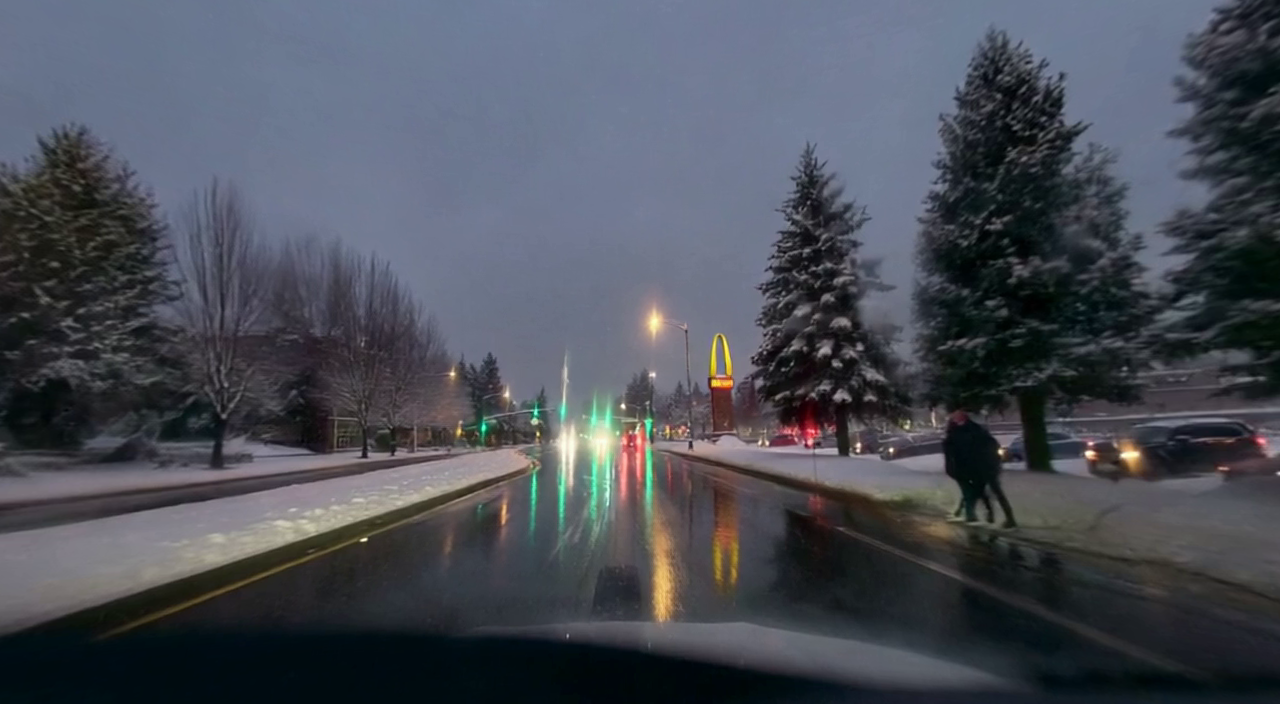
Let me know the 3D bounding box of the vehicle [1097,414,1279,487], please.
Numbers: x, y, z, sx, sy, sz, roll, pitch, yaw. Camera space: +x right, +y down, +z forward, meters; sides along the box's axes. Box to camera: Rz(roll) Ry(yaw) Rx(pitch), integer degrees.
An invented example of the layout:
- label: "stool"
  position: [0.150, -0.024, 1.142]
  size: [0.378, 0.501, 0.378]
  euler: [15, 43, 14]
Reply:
- label: "vehicle"
  position: [14.418, 2.411, 15.634]
  size: [4.644, 1.657, 2.072]
  euler: [0, -8, -3]

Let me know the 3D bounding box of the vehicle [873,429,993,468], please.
- label: "vehicle"
  position: [13.604, 4.488, 29.513]
  size: [4.538, 1.433, 2.023]
  euler: [-3, -7, -4]

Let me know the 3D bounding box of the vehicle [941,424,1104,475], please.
- label: "vehicle"
  position: [14.354, 3.669, 23.909]
  size: [4.722, 1.483, 2.119]
  euler: [-4, -8, -3]
